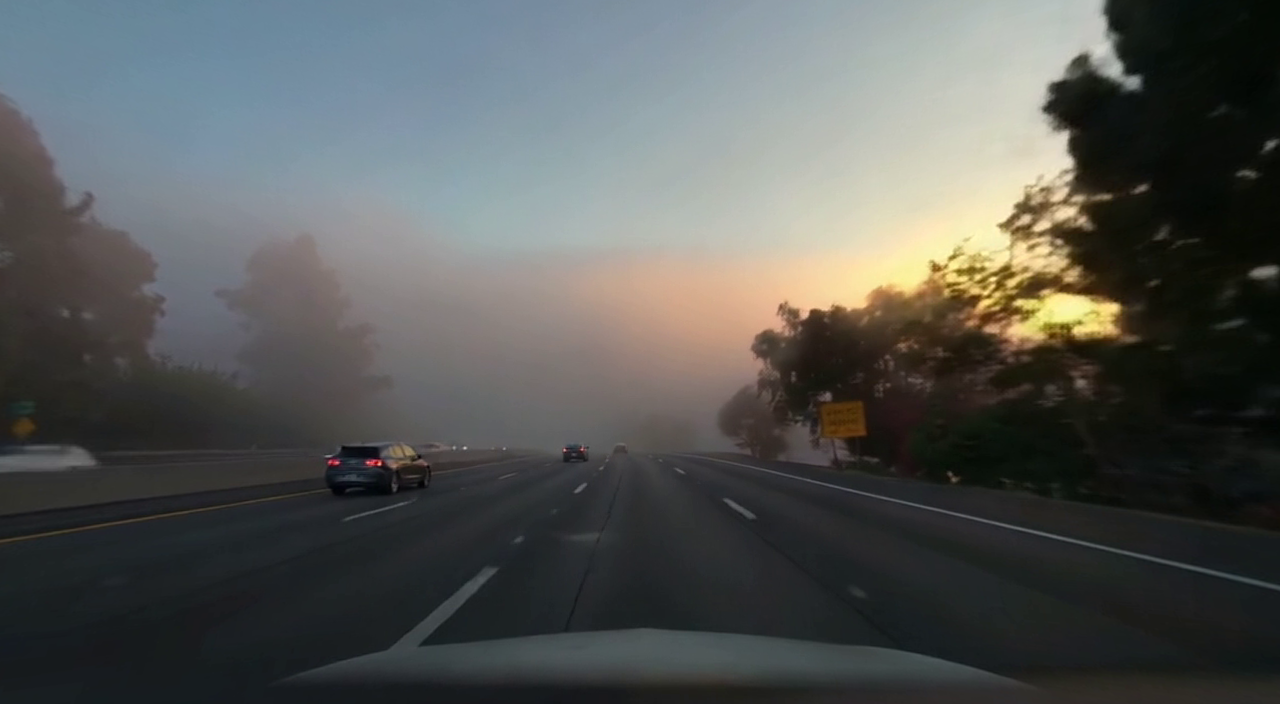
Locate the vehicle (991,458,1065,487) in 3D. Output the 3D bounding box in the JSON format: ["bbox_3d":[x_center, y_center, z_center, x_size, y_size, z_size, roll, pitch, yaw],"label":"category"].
[{"bbox_3d":[22.172,6.883,36.246,2.005,1.478,4.056,-1,-8,6],"label":"vehicle"}]

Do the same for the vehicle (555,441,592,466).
[{"bbox_3d":[-4.112,6.323,39.494,1.936,1.465,4.060,0,-8,-1],"label":"vehicle"}]

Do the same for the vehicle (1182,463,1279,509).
[{"bbox_3d":[23.637,5.067,24.254,1.950,1.462,4.391,-1,-8,6],"label":"vehicle"}]

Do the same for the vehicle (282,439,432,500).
[{"bbox_3d":[-7.698,3.215,17.797,2.038,1.463,4.656,0,-8,1],"label":"vehicle"}]
